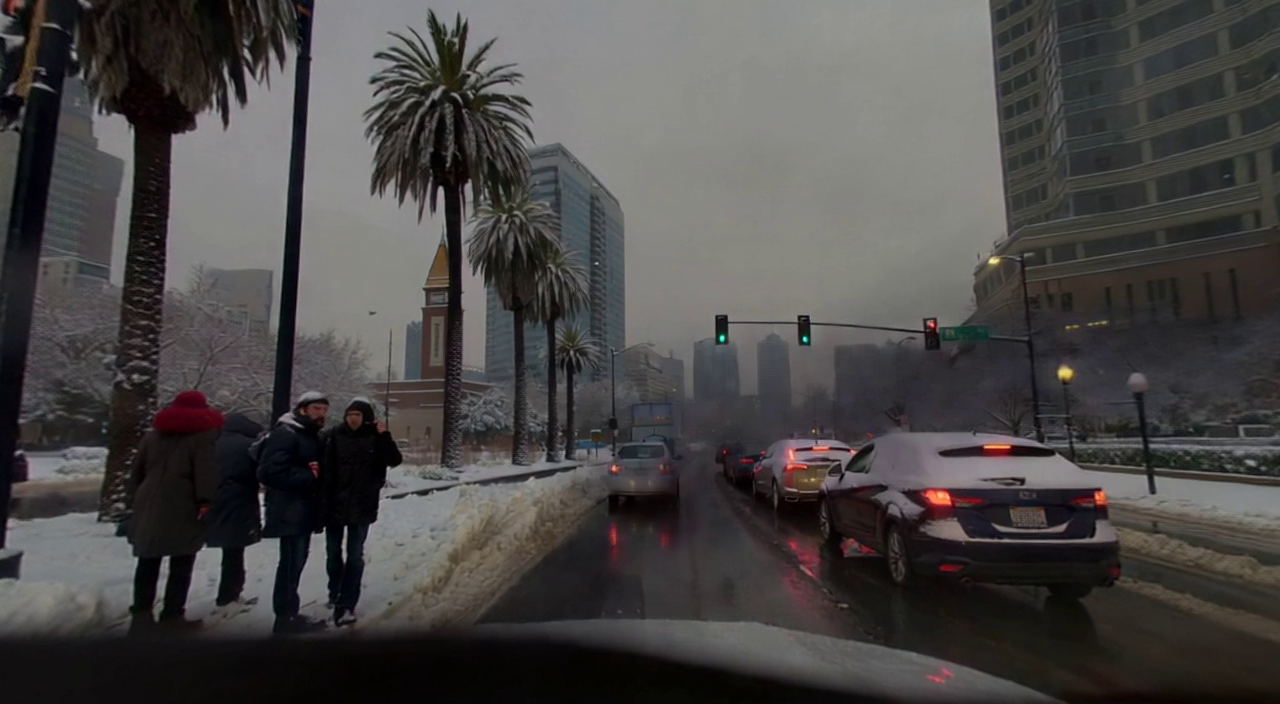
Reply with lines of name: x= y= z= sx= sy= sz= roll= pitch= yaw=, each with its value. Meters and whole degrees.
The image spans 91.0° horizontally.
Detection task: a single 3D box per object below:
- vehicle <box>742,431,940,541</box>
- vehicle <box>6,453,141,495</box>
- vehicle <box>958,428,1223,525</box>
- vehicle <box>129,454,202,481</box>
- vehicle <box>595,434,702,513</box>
vehicle: x=3.101 y=2.165 z=10.844 sx=1.913 sy=1.469 sz=4.425 roll=0 pitch=-9 yaw=0
vehicle: x=-26.699 y=5.715 z=29.935 sx=2.105 sy=1.793 sz=4.812 roll=0 pitch=-9 yaw=-4
vehicle: x=8.177 y=2.280 z=12.067 sx=1.859 sy=1.508 sz=4.259 roll=0 pitch=-9 yaw=-1
vehicle: x=-33.374 y=8.116 z=44.452 sx=1.907 sy=1.690 sz=4.456 roll=1 pitch=-9 yaw=-5
vehicle: x=0.182 y=2.614 z=13.970 sx=2.048 sy=1.503 sz=3.681 roll=0 pitch=-9 yaw=1
